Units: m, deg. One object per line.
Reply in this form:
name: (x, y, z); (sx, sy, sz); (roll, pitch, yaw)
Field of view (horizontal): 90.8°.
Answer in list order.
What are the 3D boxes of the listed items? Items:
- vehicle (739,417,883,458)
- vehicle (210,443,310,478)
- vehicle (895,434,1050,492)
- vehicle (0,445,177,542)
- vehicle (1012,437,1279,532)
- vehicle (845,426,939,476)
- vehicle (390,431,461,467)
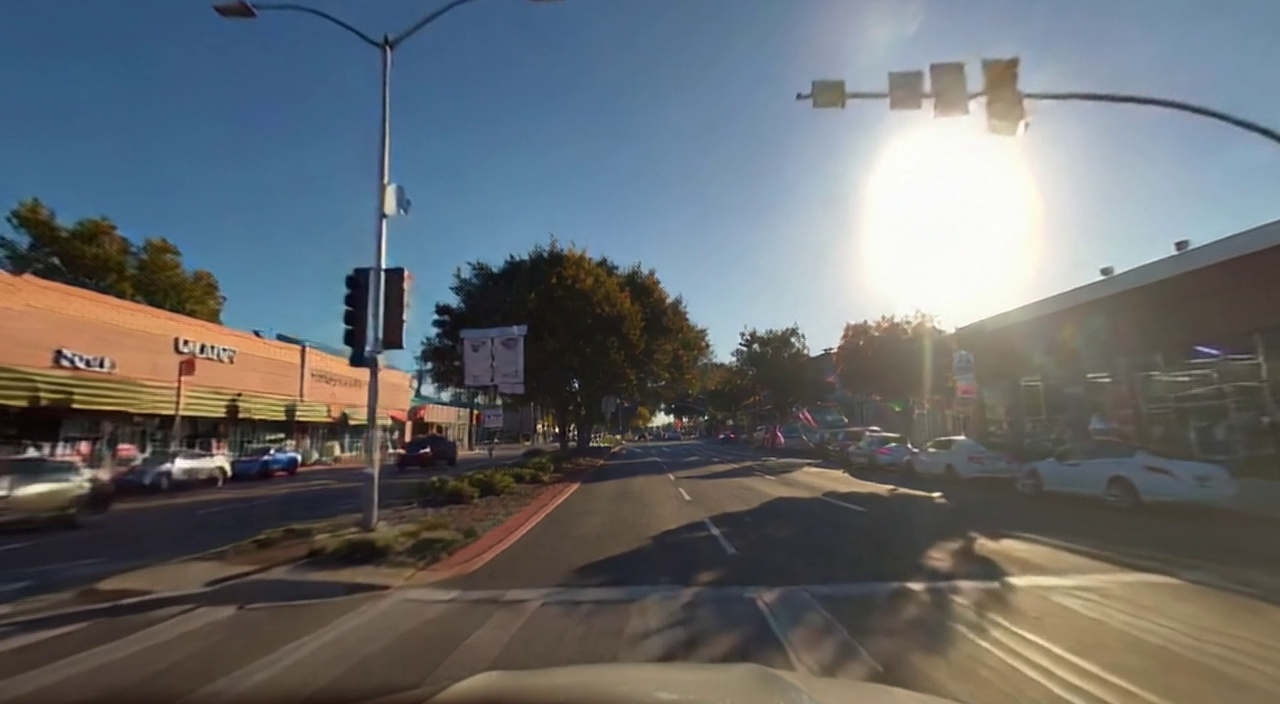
vehicle: (9.819, 5.177, 37.510); (6.229, 2.004, 6.552); (-1, -9, -6)
vehicle: (-18.036, 5.147, 30.262); (1.951, 1.524, 4.409); (0, -9, 1)
vehicle: (9.781, 3.296, 19.143); (1.913, 1.492, 4.787); (0, -9, -3)
vehicle: (-10.977, 2.417, 11.233); (1.943, 1.501, 4.626); (0, -8, 0)
vehicle: (9.677, 2.454, 12.402); (1.948, 1.483, 4.645); (0, -8, 1)
vehicle: (9.926, 3.928, 25.294); (1.925, 1.808, 4.255); (0, -9, 0)
vehicle: (-11.013, 5.009, 32.797); (2.027, 1.722, 4.471); (0, -8, 0)
